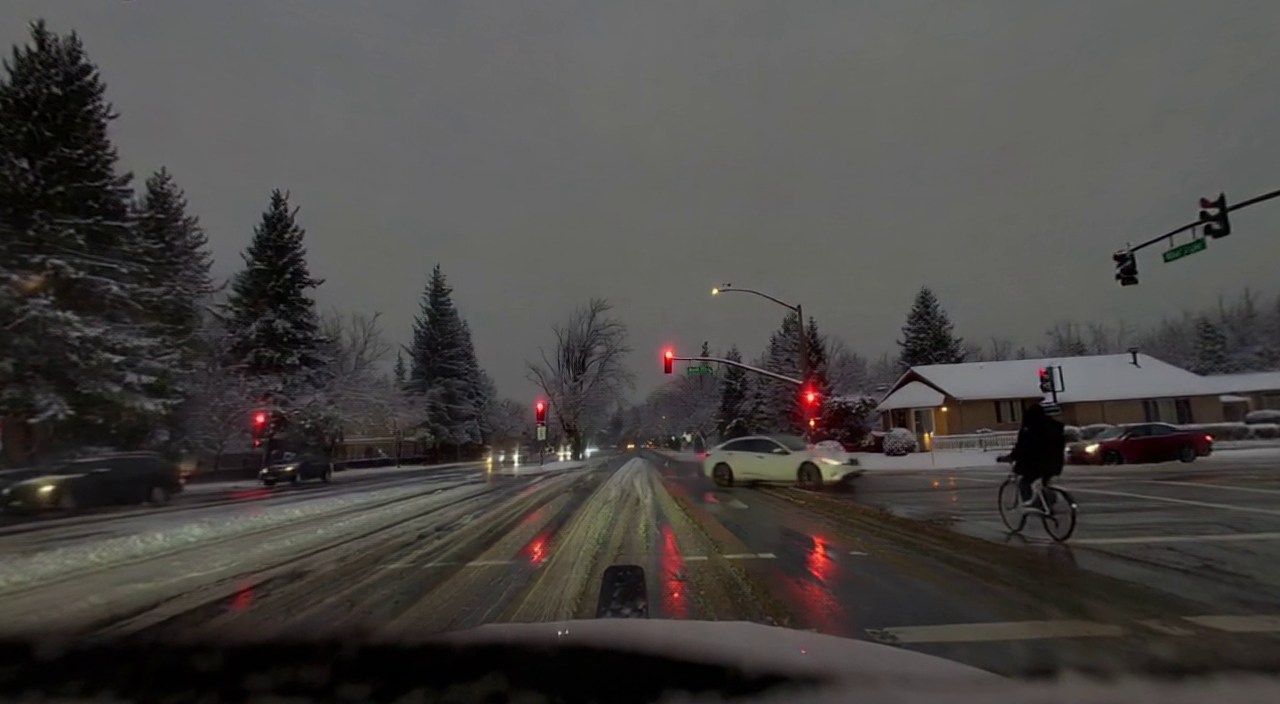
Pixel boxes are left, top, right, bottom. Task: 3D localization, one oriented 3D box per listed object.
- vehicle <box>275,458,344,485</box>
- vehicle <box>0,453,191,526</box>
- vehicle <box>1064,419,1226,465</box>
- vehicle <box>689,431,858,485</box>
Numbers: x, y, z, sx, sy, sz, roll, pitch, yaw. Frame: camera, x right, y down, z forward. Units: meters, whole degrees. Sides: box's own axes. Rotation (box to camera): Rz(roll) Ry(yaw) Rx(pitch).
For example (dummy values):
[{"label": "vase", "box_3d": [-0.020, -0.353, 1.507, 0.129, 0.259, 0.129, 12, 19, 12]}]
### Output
[{"label": "vehicle", "box_3d": [-19.595, 7.078, 37.631, 1.810, 1.393, 4.423, 0, -9, -2]}, {"label": "vehicle", "box_3d": [-13.729, 3.282, 15.626, 1.973, 1.511, 4.299, 0, -9, 1]}, {"label": "vehicle", "box_3d": [17.320, 3.104, 21.771, 3.969, 1.493, 1.823, 0, -9, 1]}, {"label": "vehicle", "box_3d": [4.127, 3.281, 19.621, 4.749, 1.496, 2.017, -4, -10, 25]}]
